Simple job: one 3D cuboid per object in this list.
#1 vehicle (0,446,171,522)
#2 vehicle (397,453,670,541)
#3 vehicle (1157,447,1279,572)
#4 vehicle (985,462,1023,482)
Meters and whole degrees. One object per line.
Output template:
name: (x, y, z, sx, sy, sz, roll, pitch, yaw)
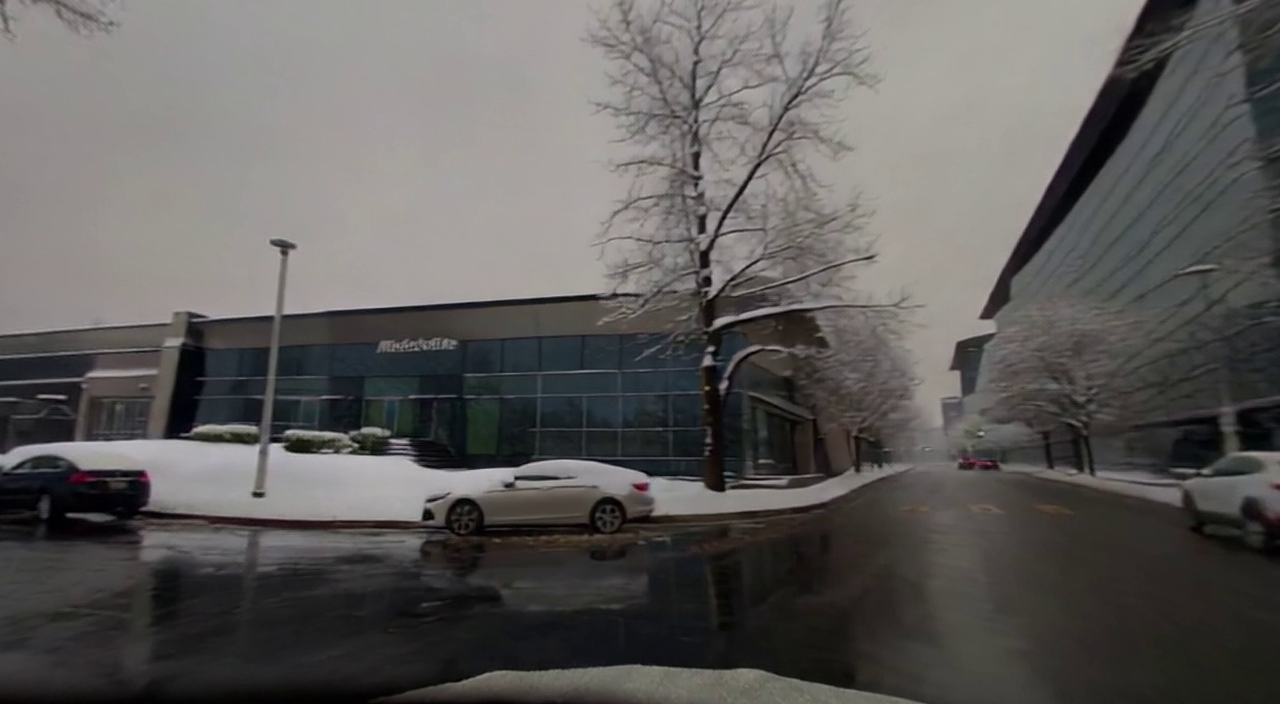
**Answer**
vehicle: (-13.025, 2.922, 14.239, 4.118, 1.482, 1.889, -4, -11, 23)
vehicle: (-1.999, 2.770, 12.219, 4.770, 1.448, 1.983, 3, -11, -14)
vehicle: (9.643, 2.269, 9.369, 1.865, 1.529, 4.407, -4, -12, 24)
vehicle: (27.632, 9.098, 47.877, 1.998, 1.424, 3.589, -3, -11, 22)
